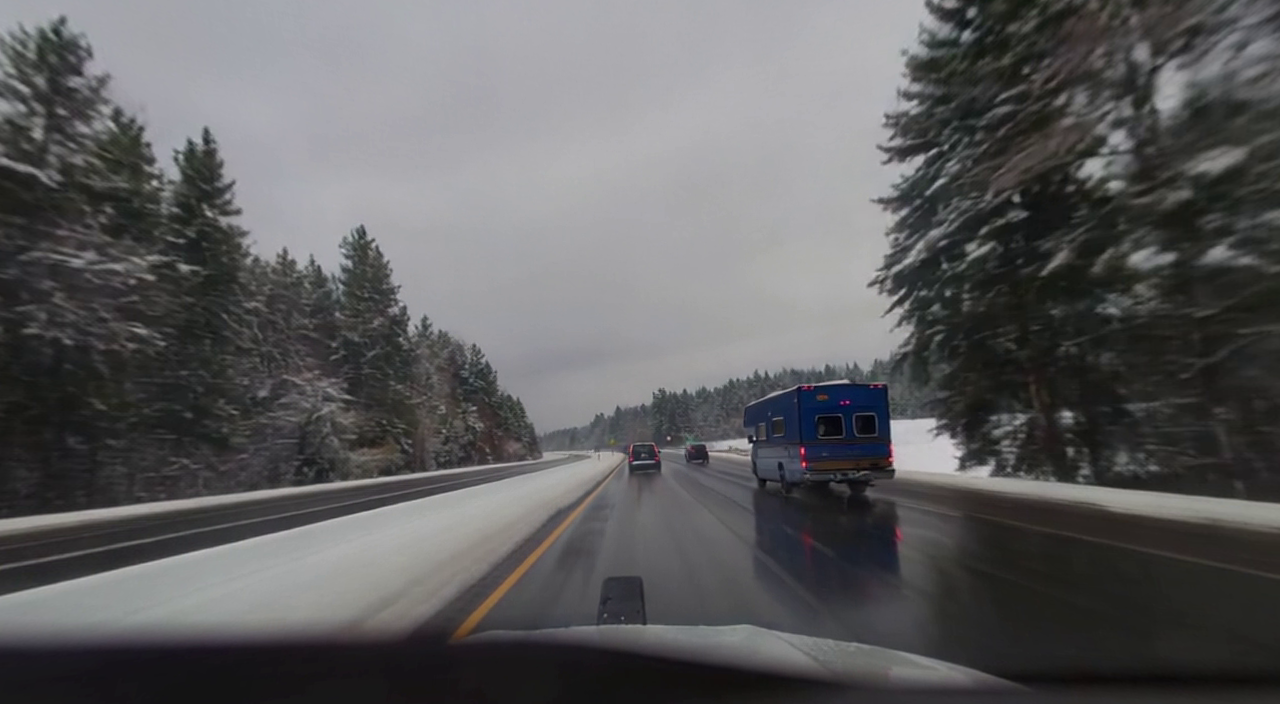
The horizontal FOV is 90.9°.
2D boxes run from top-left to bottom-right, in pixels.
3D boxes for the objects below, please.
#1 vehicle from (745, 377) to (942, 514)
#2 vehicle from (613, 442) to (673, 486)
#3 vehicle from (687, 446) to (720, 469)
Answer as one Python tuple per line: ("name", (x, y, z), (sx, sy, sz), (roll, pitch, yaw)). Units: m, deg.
("vehicle", (4.806, 2.487, 16.662), (2.745, 2.832, 7.035), (0, -9, -1))
("vehicle", (0.069, 4.314, 24.534), (2.120, 1.575, 4.018), (0, -9, -1))
("vehicle", (4.193, 7.061, 42.118), (1.757, 1.459, 3.398), (0, -9, -1))
